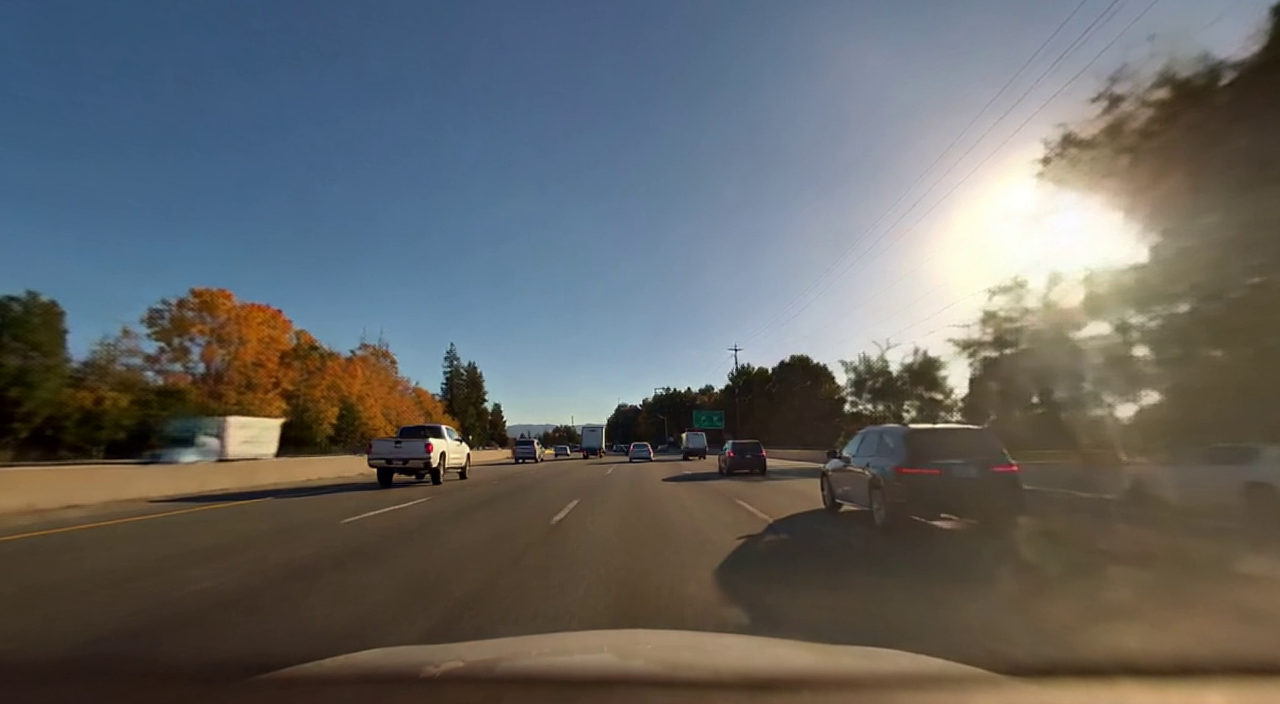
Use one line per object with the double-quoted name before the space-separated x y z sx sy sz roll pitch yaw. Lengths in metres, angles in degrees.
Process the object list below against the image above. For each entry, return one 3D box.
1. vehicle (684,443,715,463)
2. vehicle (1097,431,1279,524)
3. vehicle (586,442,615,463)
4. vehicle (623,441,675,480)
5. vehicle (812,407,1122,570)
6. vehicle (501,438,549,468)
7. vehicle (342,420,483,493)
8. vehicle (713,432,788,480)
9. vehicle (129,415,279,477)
"vehicle" 4.288 7.340 45.953 1.895 1.429 3.908 0 -9 0
"vehicle" 11.448 2.273 11.800 2.117 1.491 4.830 0 -9 0
"vehicle" -2.991 7.653 48.205 1.904 1.479 4.274 0 -9 0
"vehicle" 0.335 4.384 25.715 1.966 1.444 3.986 0 -9 0
"vehicle" 4.022 1.751 8.813 2.002 1.691 4.290 0 -9 0
"vehicle" -6.825 6.026 37.894 1.978 1.680 4.263 0 -9 1
"vehicle" -6.847 3.239 19.892 2.269 1.936 5.777 0 -9 0
"vehicle" 4.380 4.220 25.831 2.195 1.778 4.455 0 -9 -1
"vehicle" -18.315 4.025 27.019 2.192 2.362 5.785 0 -9 1
